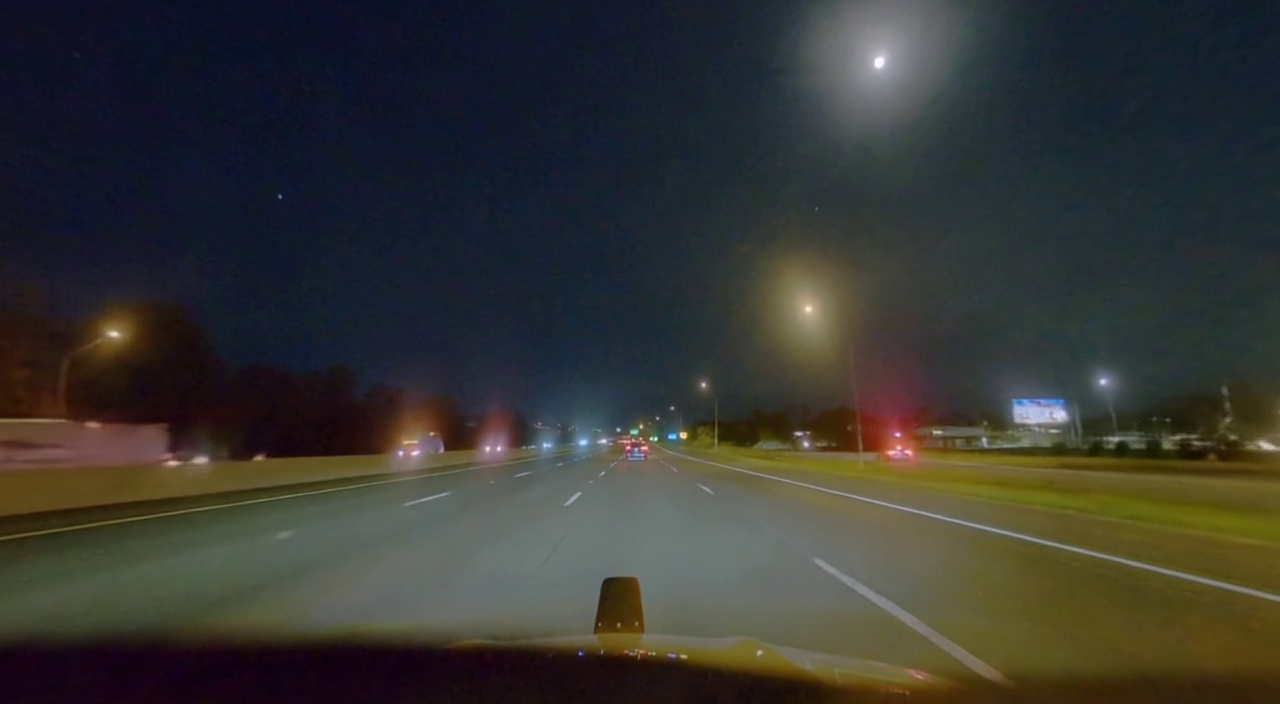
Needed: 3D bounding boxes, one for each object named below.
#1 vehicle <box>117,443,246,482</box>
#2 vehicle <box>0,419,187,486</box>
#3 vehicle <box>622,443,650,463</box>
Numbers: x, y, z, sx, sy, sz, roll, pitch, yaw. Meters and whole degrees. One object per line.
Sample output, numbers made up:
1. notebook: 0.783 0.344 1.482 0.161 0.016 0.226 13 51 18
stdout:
1. vehicle: -21.018 5.056 29.291 2.233 1.644 4.988 0 -8 0
2. vehicle: -28.630 5.203 33.057 2.850 2.964 9.507 0 -8 0
3. vehicle: -0.352 7.719 48.449 2.025 1.460 4.189 0 -8 -2
